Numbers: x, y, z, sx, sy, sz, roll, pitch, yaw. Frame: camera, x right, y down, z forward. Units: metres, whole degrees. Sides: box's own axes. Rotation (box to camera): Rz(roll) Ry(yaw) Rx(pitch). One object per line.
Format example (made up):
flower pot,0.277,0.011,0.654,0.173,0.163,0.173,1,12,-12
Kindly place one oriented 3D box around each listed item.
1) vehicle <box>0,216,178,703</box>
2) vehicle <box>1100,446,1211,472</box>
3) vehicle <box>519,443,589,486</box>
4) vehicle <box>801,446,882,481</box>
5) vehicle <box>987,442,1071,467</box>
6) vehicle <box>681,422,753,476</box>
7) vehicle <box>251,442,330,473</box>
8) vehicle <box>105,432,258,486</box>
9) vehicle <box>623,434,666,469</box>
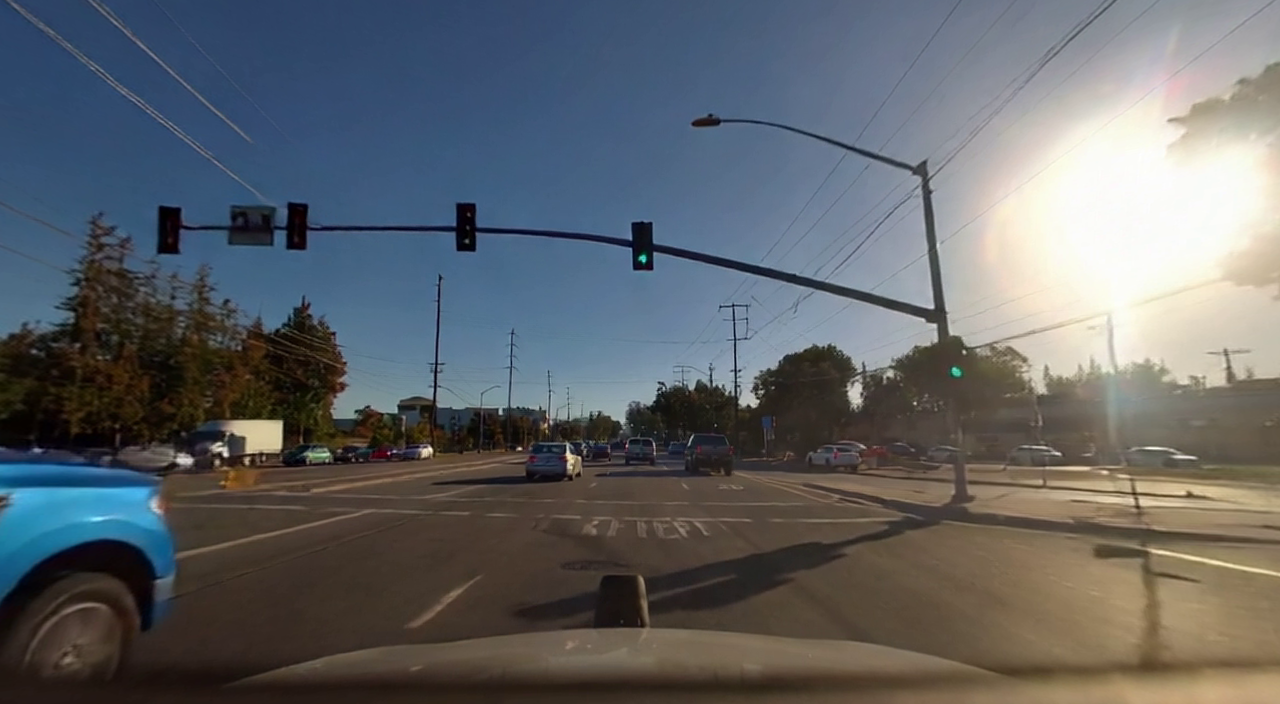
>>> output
vehicle,-3.745,0.248,0.308,2.402,2.194,6.051,0,-8,0
vehicle,30.836,6.384,37.924,1.868,1.447,4.690,5,-10,-29
vehicle,-3.174,4.247,24.200,1.939,1.494,4.499,0,-8,1
vehicle,10.090,5.590,32.000,2.010,1.633,4.246,2,-9,-11
vehicle,27.430,7.214,44.704,2.012,1.701,4.524,5,-10,-31
vehicle,4.014,5.284,34.468,2.905,2.636,6.895,0,-9,-1
vehicle,-20.974,6.357,38.173,2.129,1.668,4.614,-1,-9,0
vehicle,-17.806,4.170,24.987,2.000,1.894,5.301,0,-8,1
vehicle,0.291,6.573,41.908,2.643,2.145,5.585,0,-8,0
